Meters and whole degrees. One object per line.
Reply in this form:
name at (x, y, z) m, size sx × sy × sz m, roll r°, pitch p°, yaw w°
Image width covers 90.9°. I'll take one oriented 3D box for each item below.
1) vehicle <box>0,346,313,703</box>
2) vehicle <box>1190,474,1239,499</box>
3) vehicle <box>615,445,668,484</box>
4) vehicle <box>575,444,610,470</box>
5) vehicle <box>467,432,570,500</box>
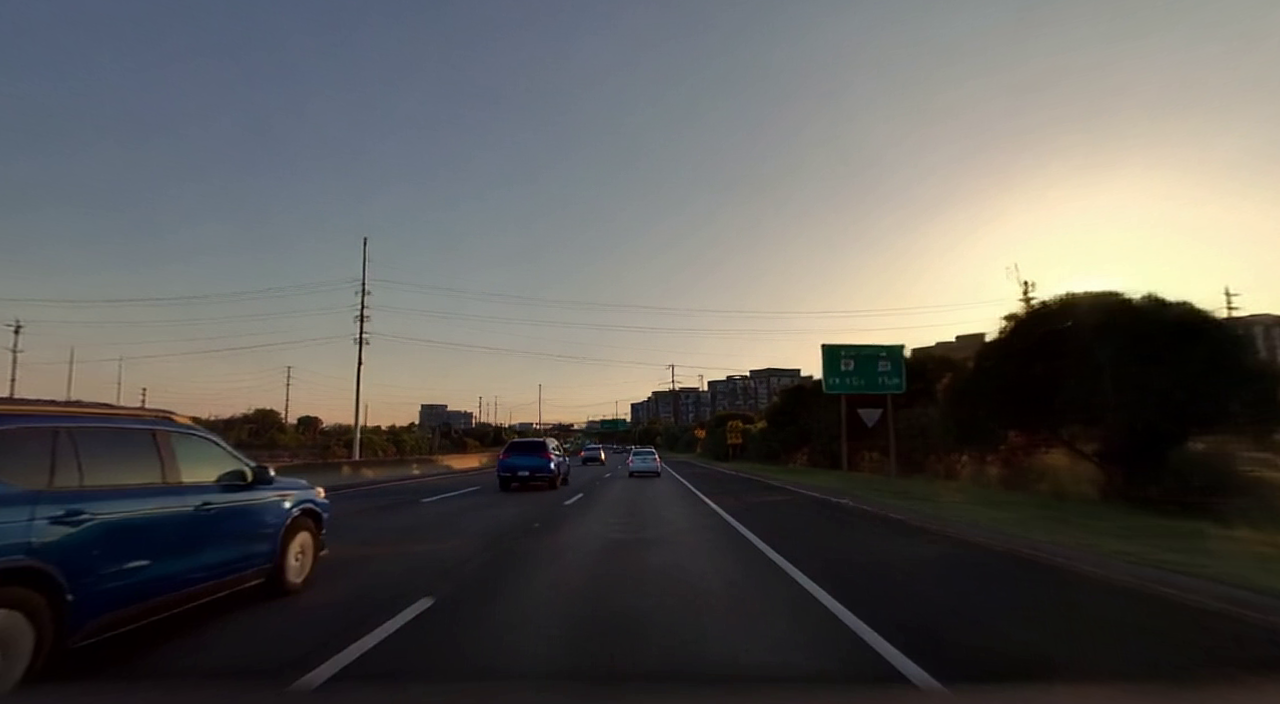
vehicle at (-4.236, 0.938, 3.281) m, size 2.198 × 1.848 × 5.346 m, roll 0°, pitch -8°, yaw 0°
vehicle at (39.780, 9.249, 43.642) m, size 4.203 × 1.418 × 1.942 m, roll 8°, pitch -12°, yaw -42°
vehicle at (0.058, 4.668, 26.526) m, size 2.047 × 1.473 × 3.978 m, roll 0°, pitch -8°, yaw 0°
vehicle at (-3.337, 7.430, 44.725) m, size 1.993 × 1.717 × 4.321 m, roll -1°, pitch -8°, yaw 2°
vehicle at (-3.547, 3.426, 19.346) m, size 2.133 × 1.789 × 4.518 m, roll -1°, pitch -8°, yaw 2°
